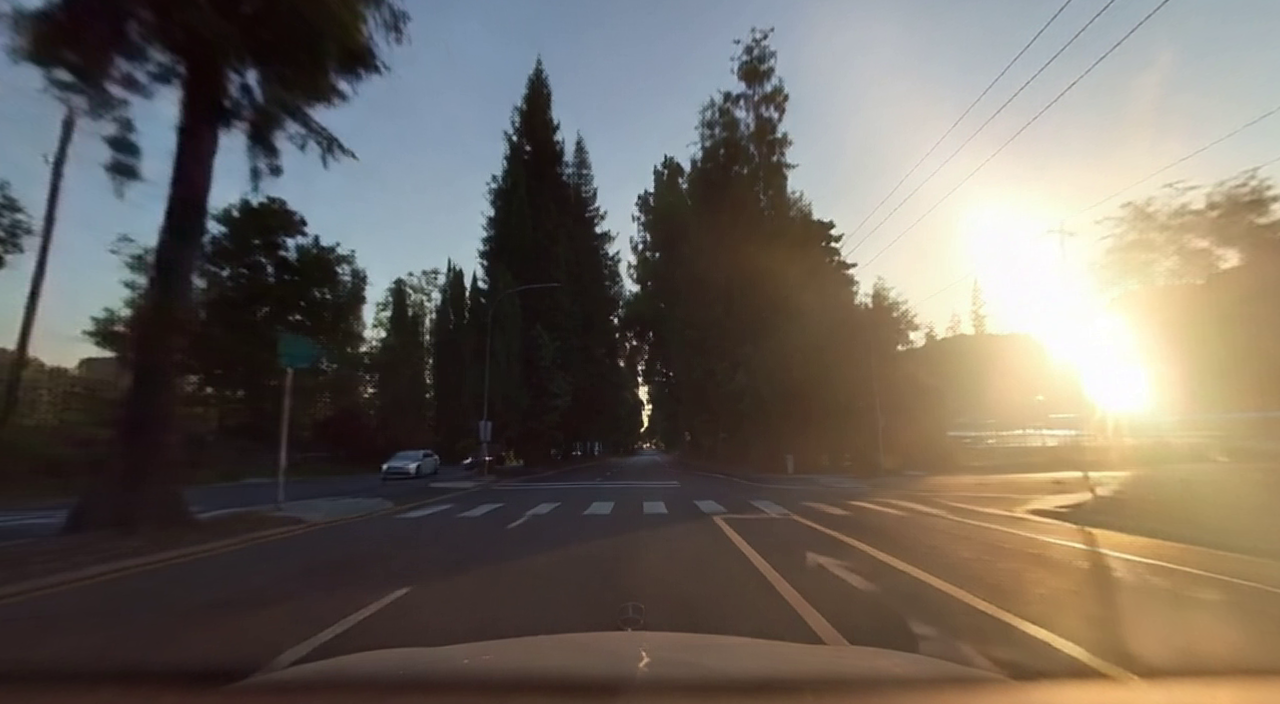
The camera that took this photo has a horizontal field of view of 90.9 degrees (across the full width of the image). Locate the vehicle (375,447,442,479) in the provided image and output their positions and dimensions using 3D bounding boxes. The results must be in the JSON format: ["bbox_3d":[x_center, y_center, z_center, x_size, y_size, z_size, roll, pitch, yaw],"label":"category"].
[{"bbox_3d":[-13.435,6.456,36.903,2.035,1.693,4.625,0,-8,1],"label":"vehicle"}]
